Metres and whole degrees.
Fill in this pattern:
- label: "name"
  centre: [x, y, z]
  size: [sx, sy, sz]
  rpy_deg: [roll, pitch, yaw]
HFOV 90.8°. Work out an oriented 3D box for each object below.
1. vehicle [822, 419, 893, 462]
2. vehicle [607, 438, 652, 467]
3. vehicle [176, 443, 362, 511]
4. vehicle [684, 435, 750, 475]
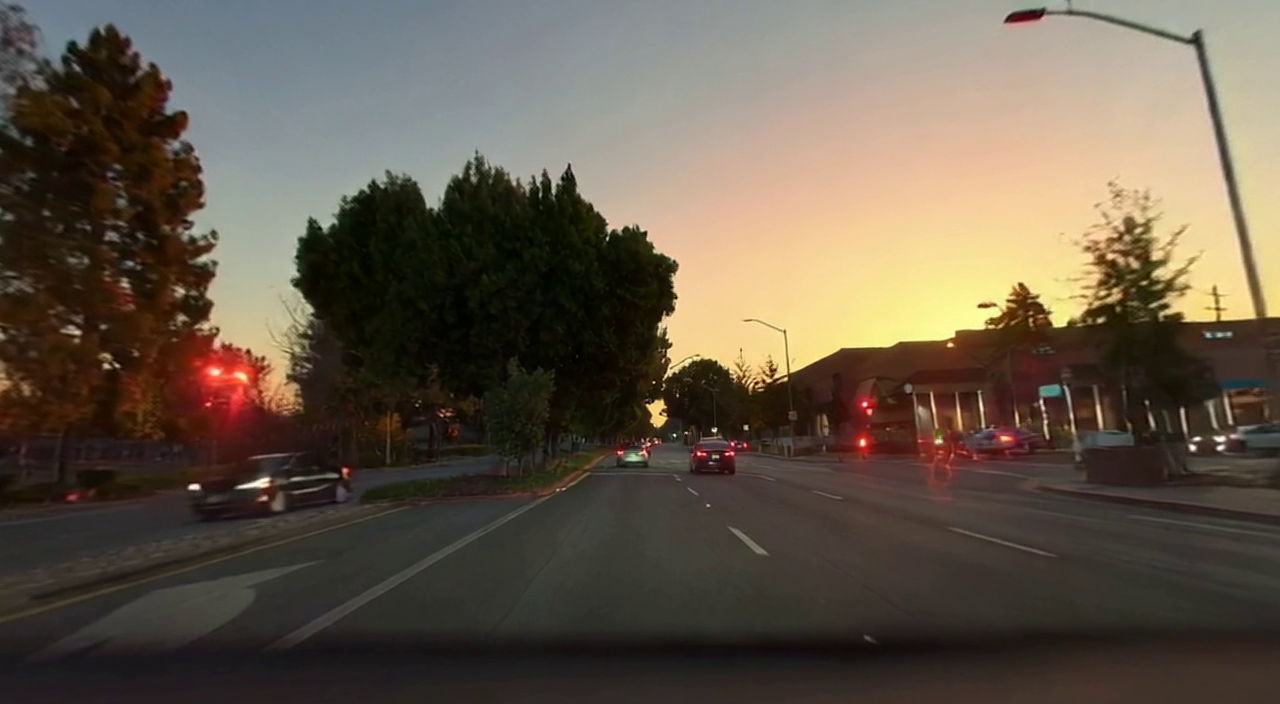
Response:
- label: "vehicle"
  centre: [13.248, 5.428, 38.717]
  size: [3.340, 2.479, 2.547]
  rpy_deg: [0, -8, -2]
- label: "vehicle"
  centre: [-0.510, 5.353, 33.828]
  size: [2.242, 1.474, 4.127]
  rpy_deg: [0, -8, 0]
- label: "vehicle"
  centre: [-9.536, 3.207, 16.823]
  size: [2.140, 1.549, 4.590]
  rpy_deg: [0, -8, 0]
- label: "vehicle"
  centre: [3.065, 4.210, 26.076]
  size: [2.057, 1.491, 4.675]
  rpy_deg: [0, -8, -1]
